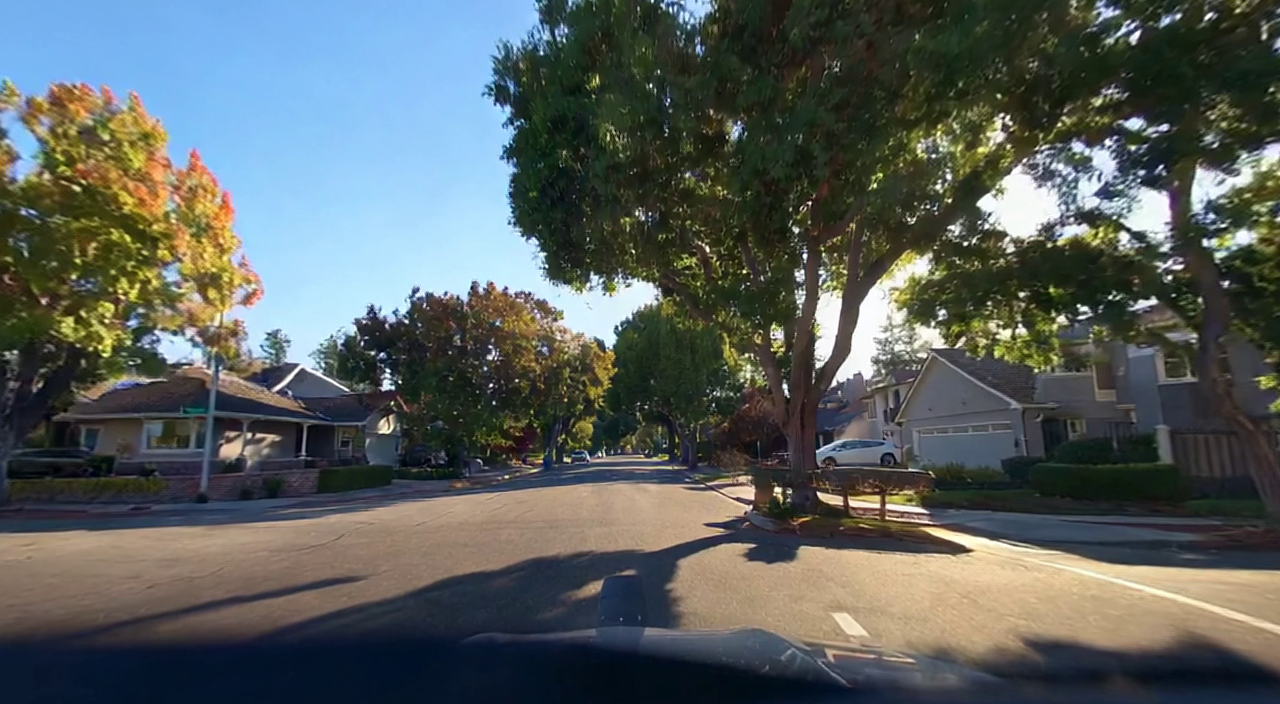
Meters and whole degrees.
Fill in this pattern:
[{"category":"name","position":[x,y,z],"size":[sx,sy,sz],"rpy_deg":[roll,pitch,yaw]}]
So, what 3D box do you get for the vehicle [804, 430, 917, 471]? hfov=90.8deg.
[{"category":"vehicle","position":[11.133,5.022,32.144],"size":[4.894,1.616,1.965],"rpy_deg":[-5,-9,1]}]
